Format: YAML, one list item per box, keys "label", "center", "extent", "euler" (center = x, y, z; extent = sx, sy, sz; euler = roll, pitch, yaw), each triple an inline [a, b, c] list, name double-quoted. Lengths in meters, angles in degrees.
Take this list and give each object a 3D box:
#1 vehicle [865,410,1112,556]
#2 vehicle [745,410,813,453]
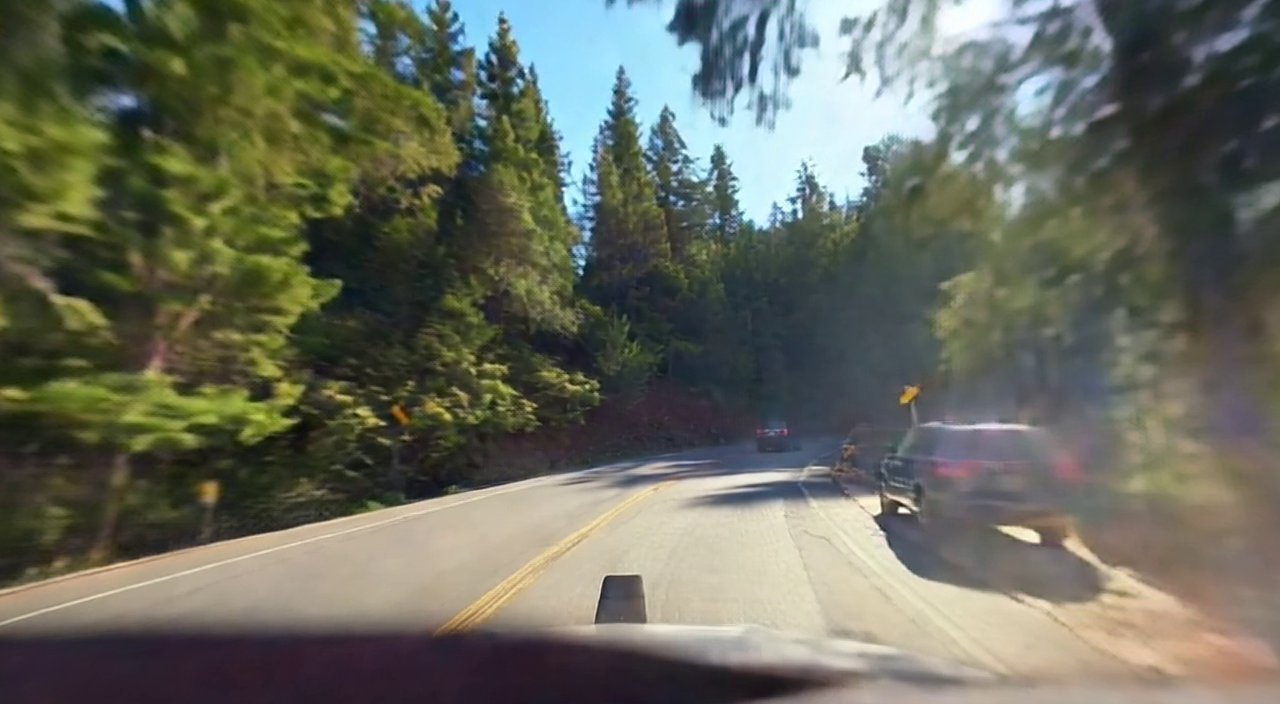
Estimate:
- label: "vehicle"
  center: [5.163, 1.954, 10.262]
  extent: [2.172, 1.773, 4.601]
  euler: [-1, -8, 12]
- label: "vehicle"
  center: [7.104, 4.037, 31.772]
  extent: [2.469, 1.953, 5.605]
  euler: [-3, -9, 21]
